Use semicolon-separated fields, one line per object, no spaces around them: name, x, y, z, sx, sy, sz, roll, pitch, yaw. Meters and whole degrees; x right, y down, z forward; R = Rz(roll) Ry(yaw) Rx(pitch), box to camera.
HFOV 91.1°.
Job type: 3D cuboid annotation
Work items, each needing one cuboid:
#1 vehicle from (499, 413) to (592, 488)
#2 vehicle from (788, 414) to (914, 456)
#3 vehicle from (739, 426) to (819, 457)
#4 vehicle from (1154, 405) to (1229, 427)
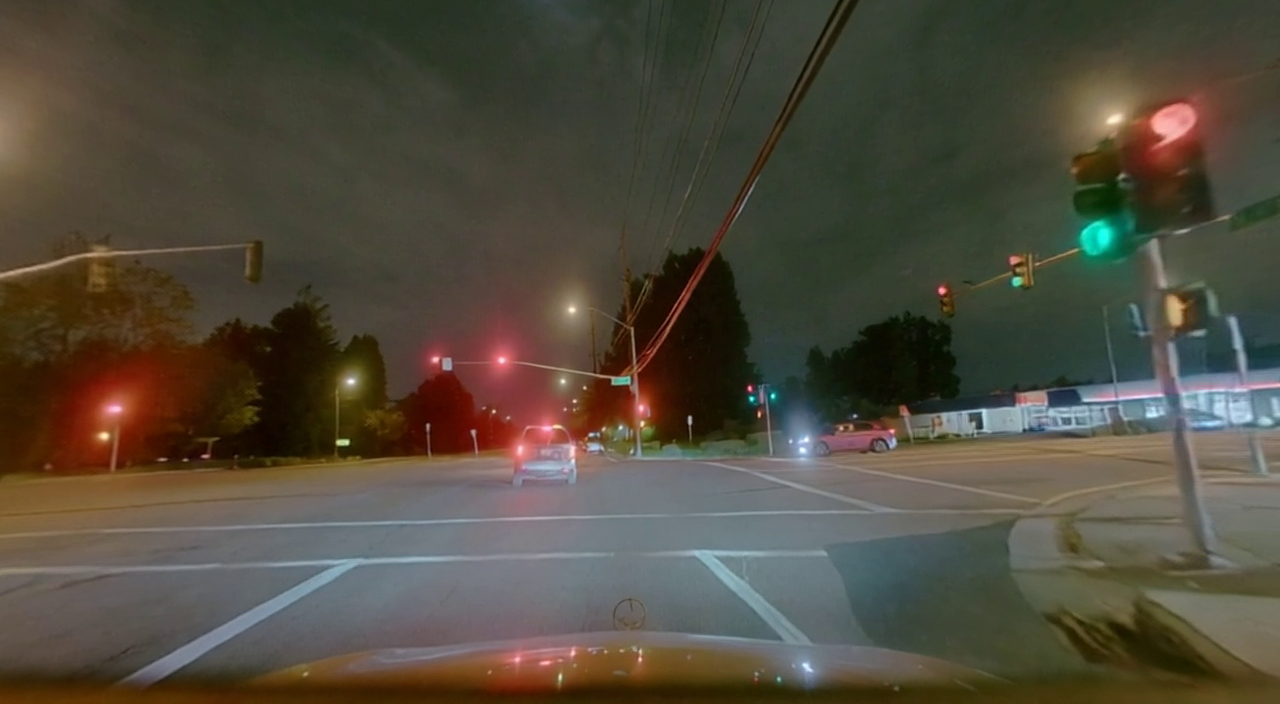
vehicle;-2.587;2.857;18.425;2.300;1.868;4.690;0;-8;-4
vehicle;9.870;3.909;29.632;5.149;1.725;1.964;-1;-8;-5
vehicle;7.524;4.896;34.340;3.990;1.548;1.780;-1;-8;4
vehicle;38.934;4.559;44.360;3.805;1.451;1.641;0;-8;-3
